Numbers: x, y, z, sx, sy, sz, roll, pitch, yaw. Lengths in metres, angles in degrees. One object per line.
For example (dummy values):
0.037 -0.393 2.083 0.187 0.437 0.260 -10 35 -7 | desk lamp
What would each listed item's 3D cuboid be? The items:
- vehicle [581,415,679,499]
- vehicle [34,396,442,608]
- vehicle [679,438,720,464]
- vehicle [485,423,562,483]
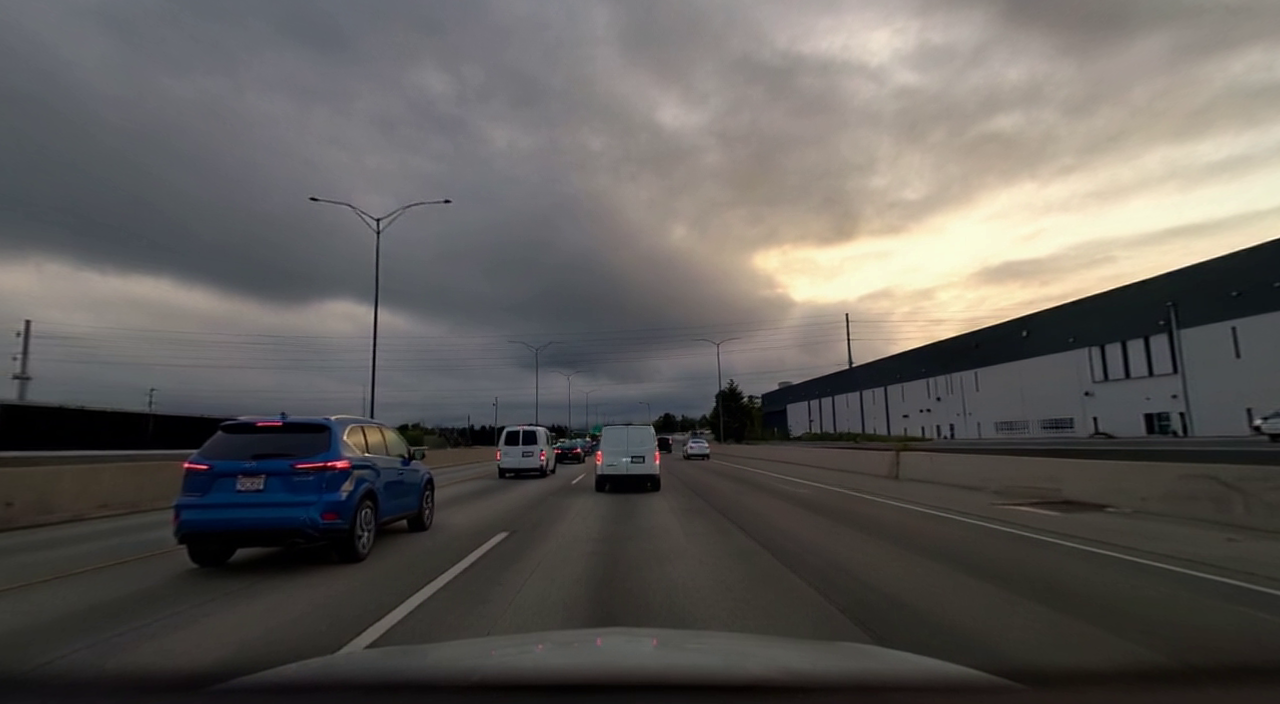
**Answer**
-0.290 2.766 16.915 2.304 1.925 4.282 0 -8 -1 | vehicle
-3.971 1.529 7.374 1.972 1.703 4.333 0 -8 -1 | vehicle
3.665 6.127 39.218 1.999 1.494 3.833 0 -8 -3 | vehicle
-4.072 3.619 22.787 2.038 1.936 4.300 0 -8 -1 | vehicle
